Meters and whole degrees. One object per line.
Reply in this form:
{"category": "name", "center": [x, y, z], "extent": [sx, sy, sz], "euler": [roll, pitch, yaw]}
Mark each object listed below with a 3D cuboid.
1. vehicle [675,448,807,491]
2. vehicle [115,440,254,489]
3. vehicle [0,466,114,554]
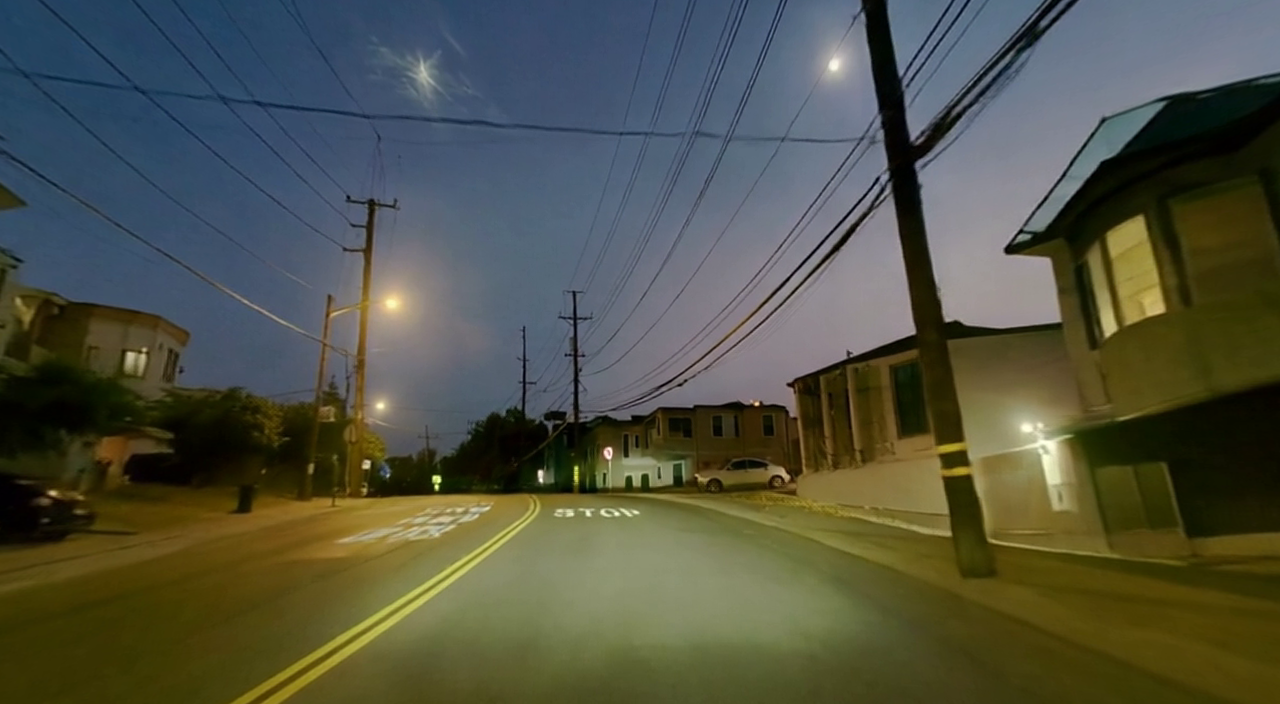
{"category": "vehicle", "center": [4.656, 5.458, 29.422], "extent": [5.578, 1.842, 2.300], "euler": [3, -10, -12]}
{"category": "vehicle", "center": [-21.144, 5.331, 29.697], "extent": [4.942, 1.912, 2.121], "euler": [6, -19, -29]}
{"category": "vehicle", "center": [-13.400, 3.069, 12.524], "extent": [4.146, 1.535, 1.862], "euler": [0, -9, -3]}
